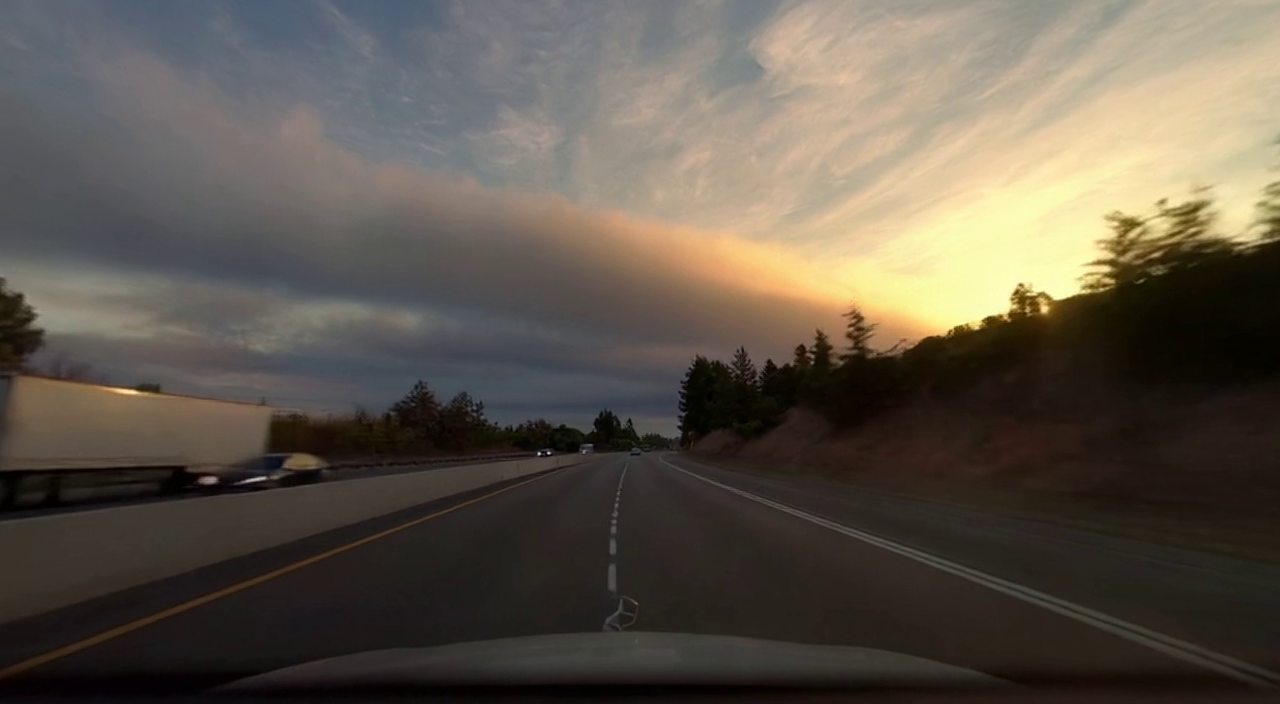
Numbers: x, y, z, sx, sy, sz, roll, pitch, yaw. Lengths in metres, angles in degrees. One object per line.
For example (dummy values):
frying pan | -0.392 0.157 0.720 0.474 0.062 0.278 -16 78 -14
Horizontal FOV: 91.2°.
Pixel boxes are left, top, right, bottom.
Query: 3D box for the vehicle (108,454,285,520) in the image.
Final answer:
vehicle | -11.833 3.583 17.154 1.900 1.506 4.067 0 -9 -1

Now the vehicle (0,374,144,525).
vehicle | -15.448 2.209 14.113 2.732 3.283 7.013 0 -9 -1
